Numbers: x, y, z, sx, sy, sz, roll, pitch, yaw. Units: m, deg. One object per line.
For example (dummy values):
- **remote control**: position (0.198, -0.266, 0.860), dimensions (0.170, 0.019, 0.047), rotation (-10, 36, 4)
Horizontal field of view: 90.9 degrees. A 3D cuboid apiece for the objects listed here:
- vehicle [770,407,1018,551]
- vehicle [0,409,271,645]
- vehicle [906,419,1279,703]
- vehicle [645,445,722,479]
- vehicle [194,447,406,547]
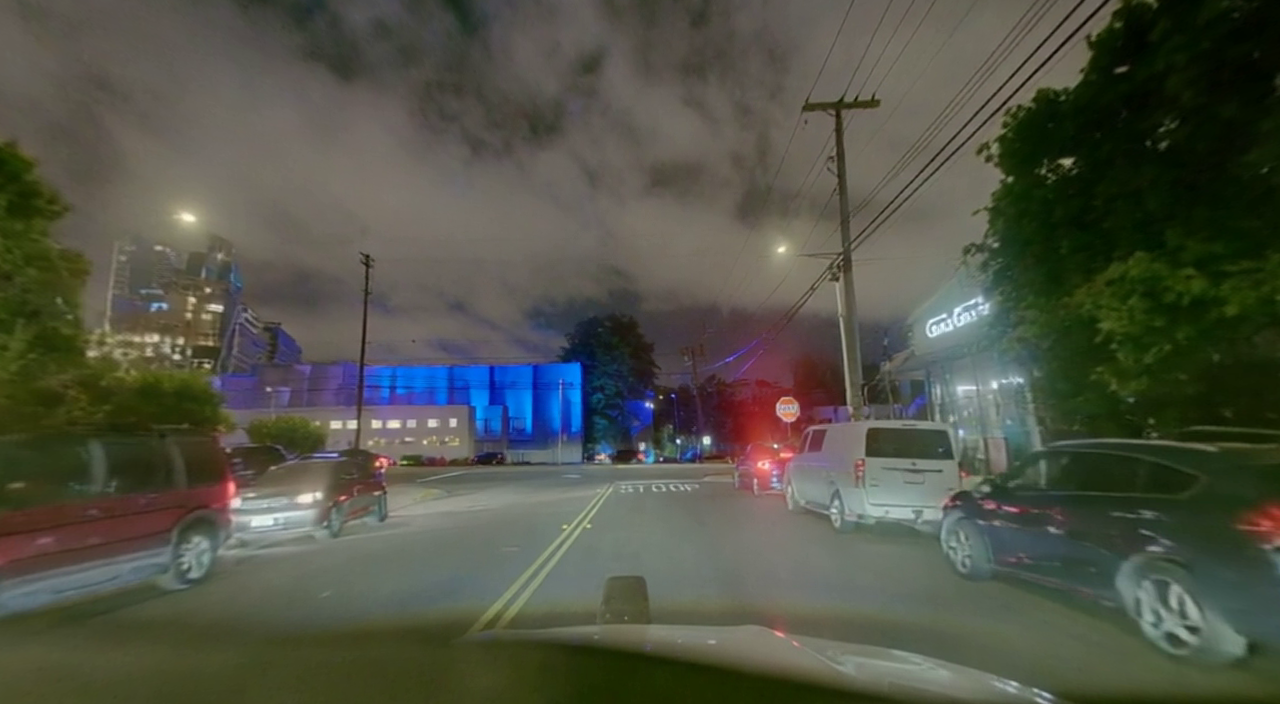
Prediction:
- **vehicle**: position (3.894, 2.002, 10.855), dimensions (2.178, 1.856, 4.756), rotation (2, -7, -2)
- **vehicle**: position (-5.984, 1.494, 5.881), dimensions (2.146, 1.775, 5.117), rotation (0, -8, -2)
- **vehicle**: position (4.020, 1.360, 5.099), dimensions (1.840, 1.452, 4.517), rotation (0, -8, 1)
- **vehicle**: position (2.207, 5.294, 30.688), dimensions (2.033, 1.464, 4.645), rotation (-4, -9, 27)
- **vehicle**: position (-5.890, 2.505, 11.532), dimensions (1.820, 1.482, 3.737), rotation (0, -8, -1)
